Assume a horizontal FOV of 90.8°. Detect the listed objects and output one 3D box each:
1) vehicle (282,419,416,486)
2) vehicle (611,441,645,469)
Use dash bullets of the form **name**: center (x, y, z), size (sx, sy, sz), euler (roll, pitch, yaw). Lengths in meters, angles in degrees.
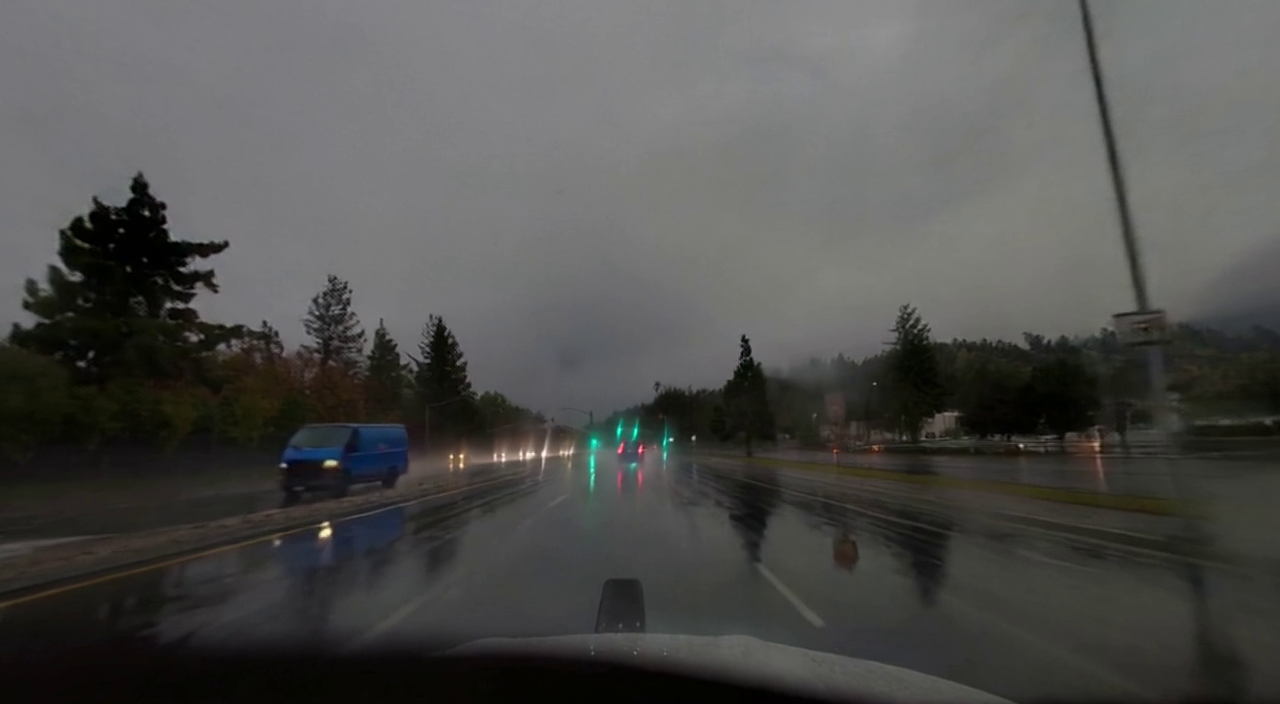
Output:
- **vehicle**: center (-14.948, 5.283, 33.459), size (2.941, 3.068, 8.587), euler (0, -9, 1)
- **vehicle**: center (-0.796, 6.871, 42.290), size (2.174, 1.703, 4.231), euler (0, -9, 0)
